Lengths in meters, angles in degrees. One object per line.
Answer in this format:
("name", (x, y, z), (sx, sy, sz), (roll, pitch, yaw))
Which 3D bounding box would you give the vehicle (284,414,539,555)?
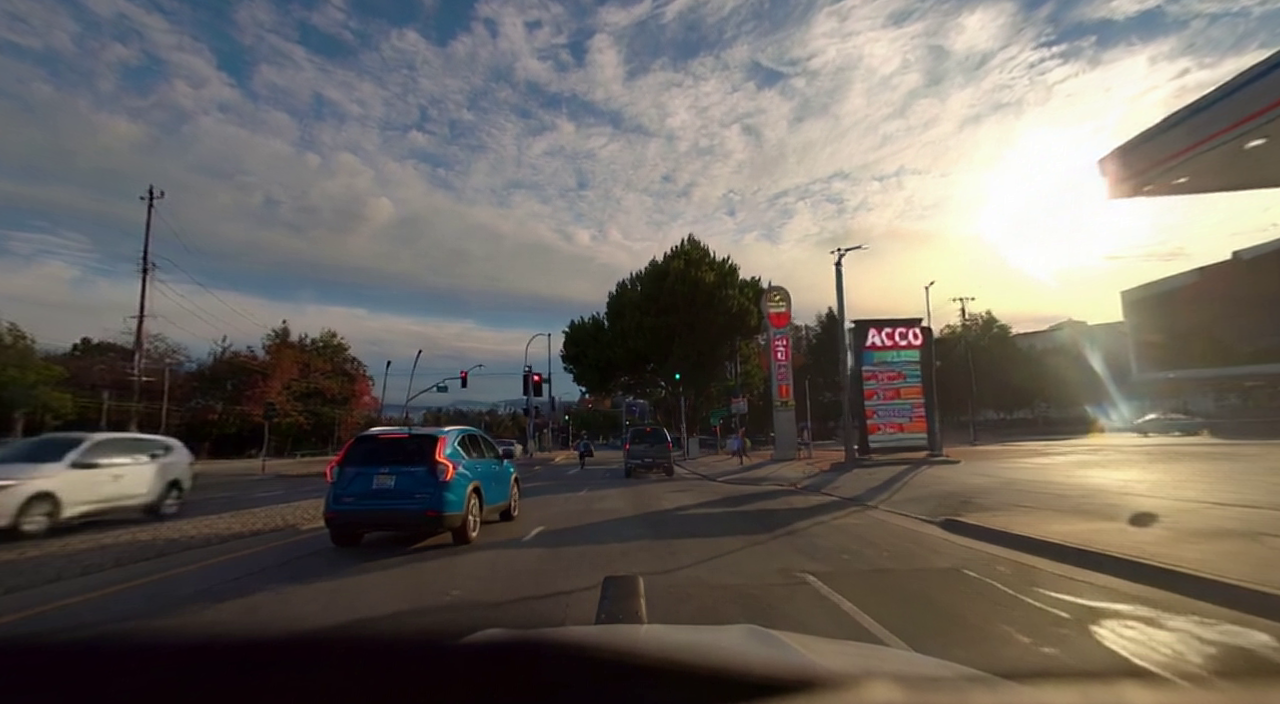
("vehicle", (-3.253, 2.020, 10.358), (2.247, 1.734, 4.919), (0, -8, 1))

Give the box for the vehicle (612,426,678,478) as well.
("vehicle", (0.115, 4.295, 27.312), (2.552, 1.999, 5.498), (0, -8, -1))

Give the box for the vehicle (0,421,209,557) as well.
("vehicle", (-11.154, 2.524, 12.155), (2.172, 2.109, 5.009), (-2, -8, -1))
